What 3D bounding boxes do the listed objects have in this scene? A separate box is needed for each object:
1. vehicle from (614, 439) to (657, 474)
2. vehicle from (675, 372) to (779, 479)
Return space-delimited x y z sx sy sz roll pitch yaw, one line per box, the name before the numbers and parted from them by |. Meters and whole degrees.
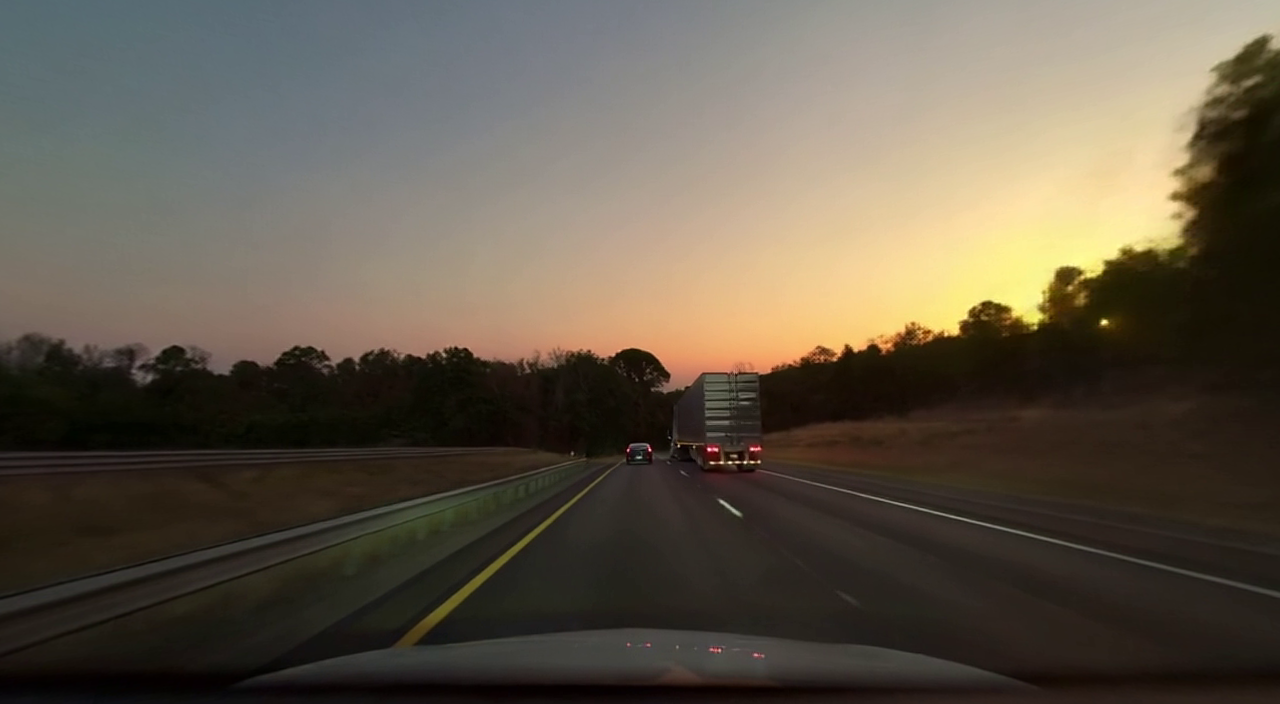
vehicle | -0.221 5.038 30.610 1.968 1.515 4.025 0 -8 0
vehicle | 3.863 4.063 32.839 2.929 4.158 15.921 0 -9 -1
